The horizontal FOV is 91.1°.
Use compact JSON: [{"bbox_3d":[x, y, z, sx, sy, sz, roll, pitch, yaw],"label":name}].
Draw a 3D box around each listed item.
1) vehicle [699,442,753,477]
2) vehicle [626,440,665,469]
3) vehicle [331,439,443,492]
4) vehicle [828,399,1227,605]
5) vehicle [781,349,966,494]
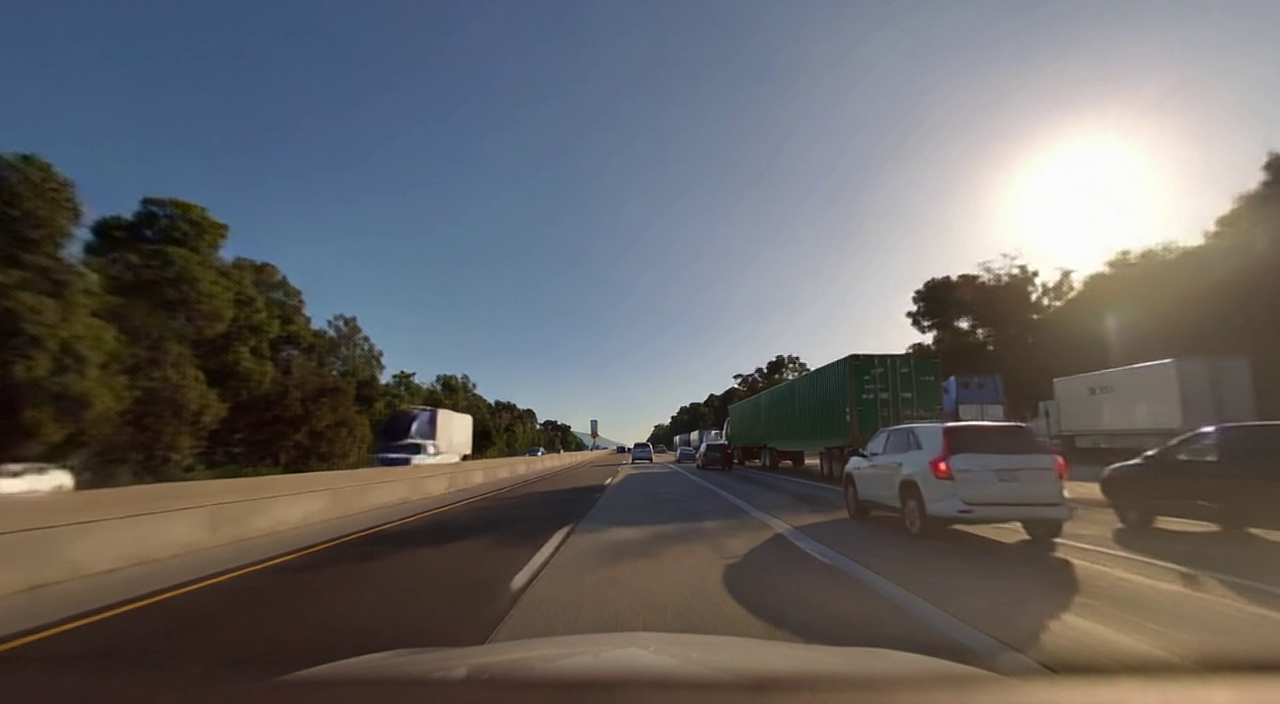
[{"bbox_3d":[3.938,5.006,29.550,1.888,1.501,4.608,0,-8,0],"label":"vehicle"},{"bbox_3d":[0.357,6.482,40.084,2.313,1.736,4.215,0,-8,1],"label":"vehicle"},{"bbox_3d":[-9.556,4.286,24.229,2.273,1.821,4.811,0,-8,1],"label":"vehicle"},{"bbox_3d":[3.849,1.540,7.347,1.972,1.693,4.139,0,-8,-1],"label":"vehicle"},{"bbox_3d":[7.491,2.573,22.033,2.784,4.002,9.298,0,-8,0],"label":"vehicle"}]
